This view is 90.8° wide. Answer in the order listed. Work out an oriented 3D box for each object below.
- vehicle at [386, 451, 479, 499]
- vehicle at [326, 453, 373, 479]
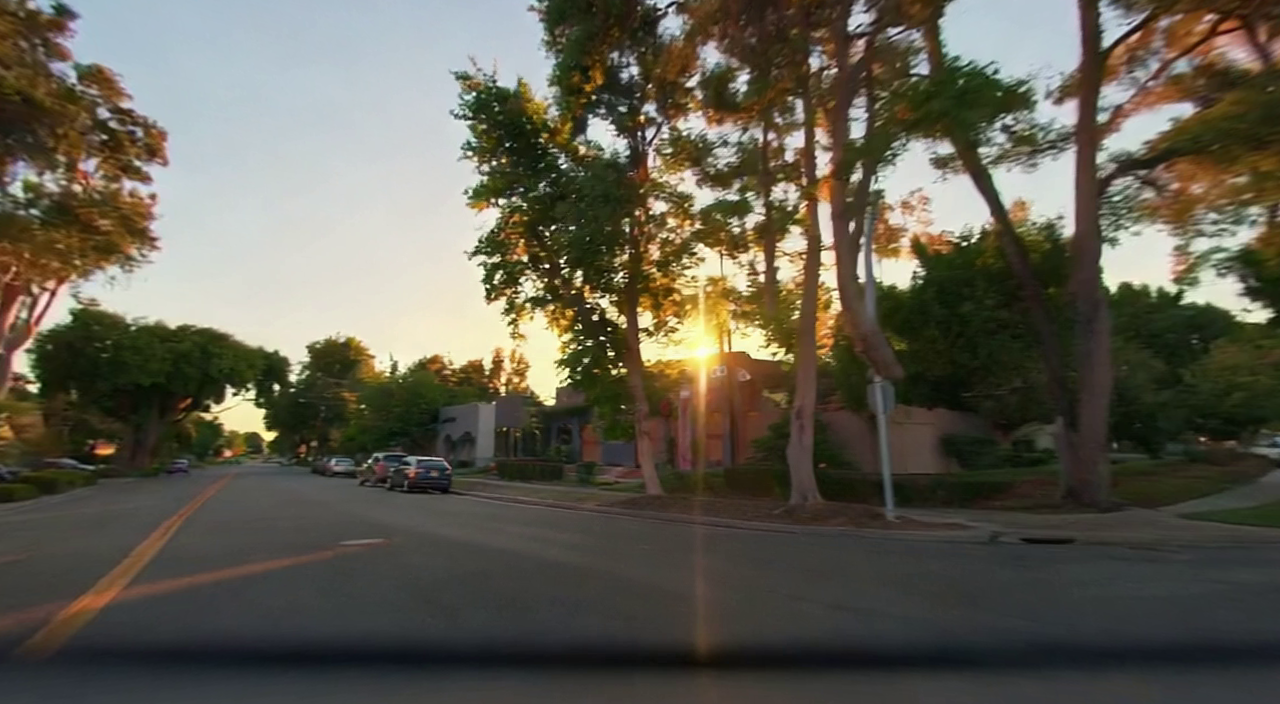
[{"bbox_3d":[-7.789,4.470,23.424,1.933,1.528,5.006,5,-10,-33],"label":"vehicle"},{"bbox_3d":[-19.291,7.502,41.749,1.952,1.538,5.215,5,-10,-33],"label":"vehicle"}]
